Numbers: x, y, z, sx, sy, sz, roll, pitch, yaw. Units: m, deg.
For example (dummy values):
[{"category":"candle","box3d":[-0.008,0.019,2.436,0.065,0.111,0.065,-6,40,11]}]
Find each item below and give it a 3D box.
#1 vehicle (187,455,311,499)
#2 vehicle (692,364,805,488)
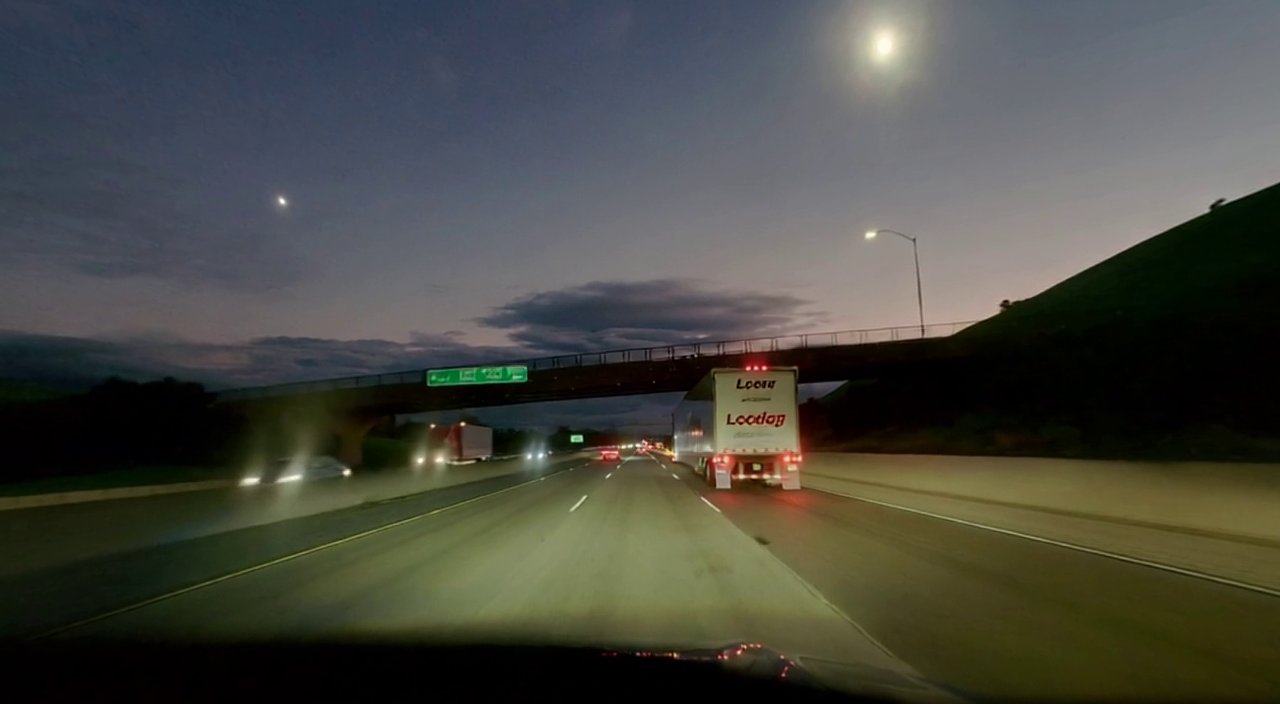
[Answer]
[{"category":"vehicle","box3d":[-15.024,4.795,24.617,1.881,1.492,4.598,0,-9,0]},{"category":"vehicle","box3d":[3.827,3.017,24.661,2.885,3.992,8.526,0,-9,0]}]
